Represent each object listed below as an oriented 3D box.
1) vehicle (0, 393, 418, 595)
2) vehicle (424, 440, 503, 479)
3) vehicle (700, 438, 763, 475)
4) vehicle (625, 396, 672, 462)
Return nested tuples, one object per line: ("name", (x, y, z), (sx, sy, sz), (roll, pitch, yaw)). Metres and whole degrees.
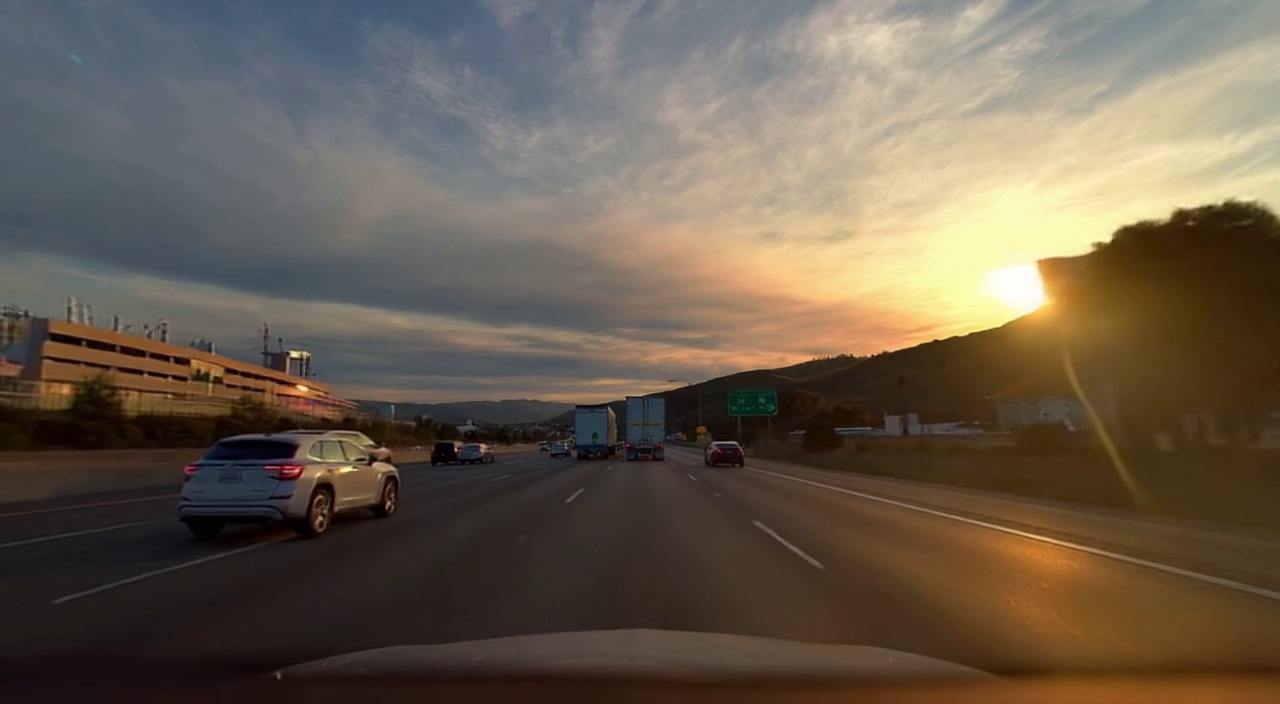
("vehicle", (-4.692, 1.565, 7.808), (2.122, 1.754, 4.379), (0, -9, 3))
("vehicle", (-7.186, 4.410, 26.251), (1.891, 1.460, 4.506), (0, -8, 1))
("vehicle", (3.845, 4.458, 27.230), (2.006, 1.452, 4.246), (0, -9, -1))
("vehicle", (0.514, 5.631, 44.906), (2.969, 4.104, 10.906), (0, -9, 0))
